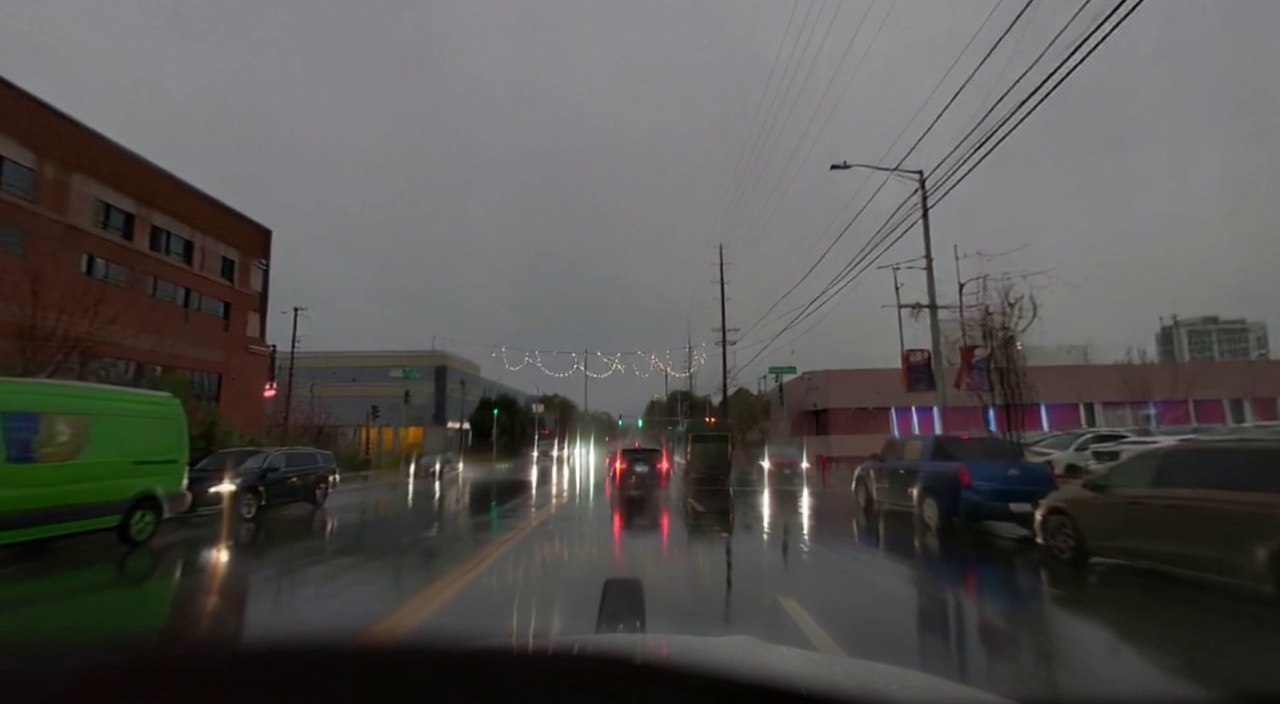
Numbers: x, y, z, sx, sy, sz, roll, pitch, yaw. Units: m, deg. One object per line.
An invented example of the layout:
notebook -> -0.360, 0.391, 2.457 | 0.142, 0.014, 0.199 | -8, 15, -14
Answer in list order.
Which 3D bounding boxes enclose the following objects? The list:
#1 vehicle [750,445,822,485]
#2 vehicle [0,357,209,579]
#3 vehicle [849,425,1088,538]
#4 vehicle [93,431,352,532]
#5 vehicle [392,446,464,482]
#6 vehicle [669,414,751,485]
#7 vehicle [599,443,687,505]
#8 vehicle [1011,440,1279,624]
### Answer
vehicle -> 5.891, 4.616, 25.990 | 1.824, 1.481, 4.057 | 0, -9, -3
vehicle -> -9.326, 1.569, 8.598 | 2.724, 2.739, 5.663 | 0, -9, 1
vehicle -> 6.068, 2.472, 12.624 | 2.079, 1.788, 4.974 | 0, -9, 0
vehicle -> -9.439, 2.984, 15.224 | 2.385, 1.915, 5.803 | 0, -9, -1
vehicle -> -9.867, 5.265, 29.752 | 1.962, 1.529, 4.109 | 2, -10, -1
vehicle -> 2.700, 4.045, 26.143 | 2.649, 2.583, 5.800 | 0, -9, -1
vehicle -> 0.011, 3.299, 17.472 | 2.112, 1.464, 4.411 | 0, -9, -2
vehicle -> 6.120, 1.662, 6.393 | 1.876, 1.471, 4.657 | 0, -9, 0
